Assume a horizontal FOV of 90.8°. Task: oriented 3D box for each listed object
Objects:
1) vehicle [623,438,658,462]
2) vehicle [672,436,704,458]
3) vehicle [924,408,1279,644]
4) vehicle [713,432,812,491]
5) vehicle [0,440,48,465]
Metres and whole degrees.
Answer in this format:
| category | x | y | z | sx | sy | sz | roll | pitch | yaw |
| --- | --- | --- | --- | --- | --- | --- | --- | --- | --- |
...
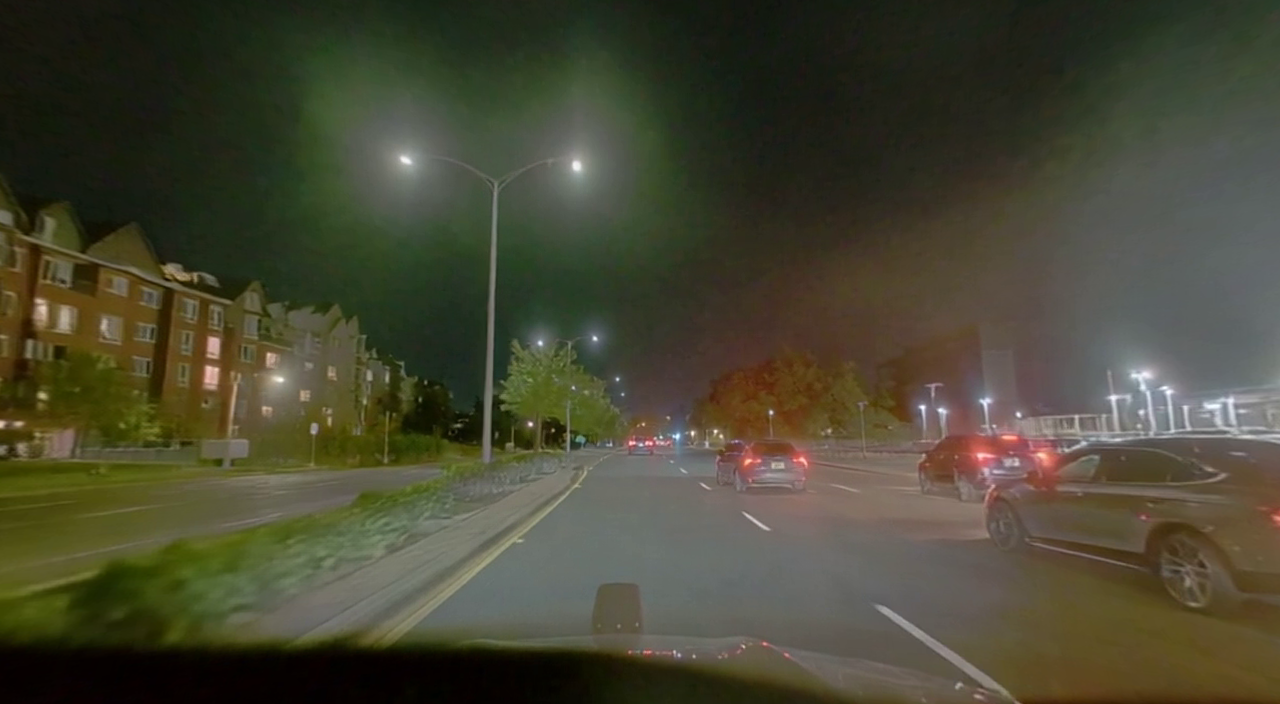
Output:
| category | x | y | z | sx | sy | sz | roll | pitch | yaw |
| --- | --- | --- | --- | --- | --- | --- | --- | --- | --- |
| vehicle | -0.021 | 6.196 | 40.029 | 2.095 | 1.456 | 3.873 | 0 | -8 | -1 |
| vehicle | 3.697 | 7.392 | 49.046 | 2.041 | 1.611 | 4.426 | 0 | -8 | -1 |
| vehicle | 5.011 | 1.415 | 6.081 | 2.098 | 1.507 | 4.655 | 0 | -8 | -5 |
| vehicle | 3.483 | 3.227 | 18.954 | 1.953 | 1.514 | 4.672 | 0 | -8 | -1 |
| vehicle | -37.931 | 5.983 | 37.544 | 3.747 | 1.422 | 1.643 | 1 | -9 | -1 |
